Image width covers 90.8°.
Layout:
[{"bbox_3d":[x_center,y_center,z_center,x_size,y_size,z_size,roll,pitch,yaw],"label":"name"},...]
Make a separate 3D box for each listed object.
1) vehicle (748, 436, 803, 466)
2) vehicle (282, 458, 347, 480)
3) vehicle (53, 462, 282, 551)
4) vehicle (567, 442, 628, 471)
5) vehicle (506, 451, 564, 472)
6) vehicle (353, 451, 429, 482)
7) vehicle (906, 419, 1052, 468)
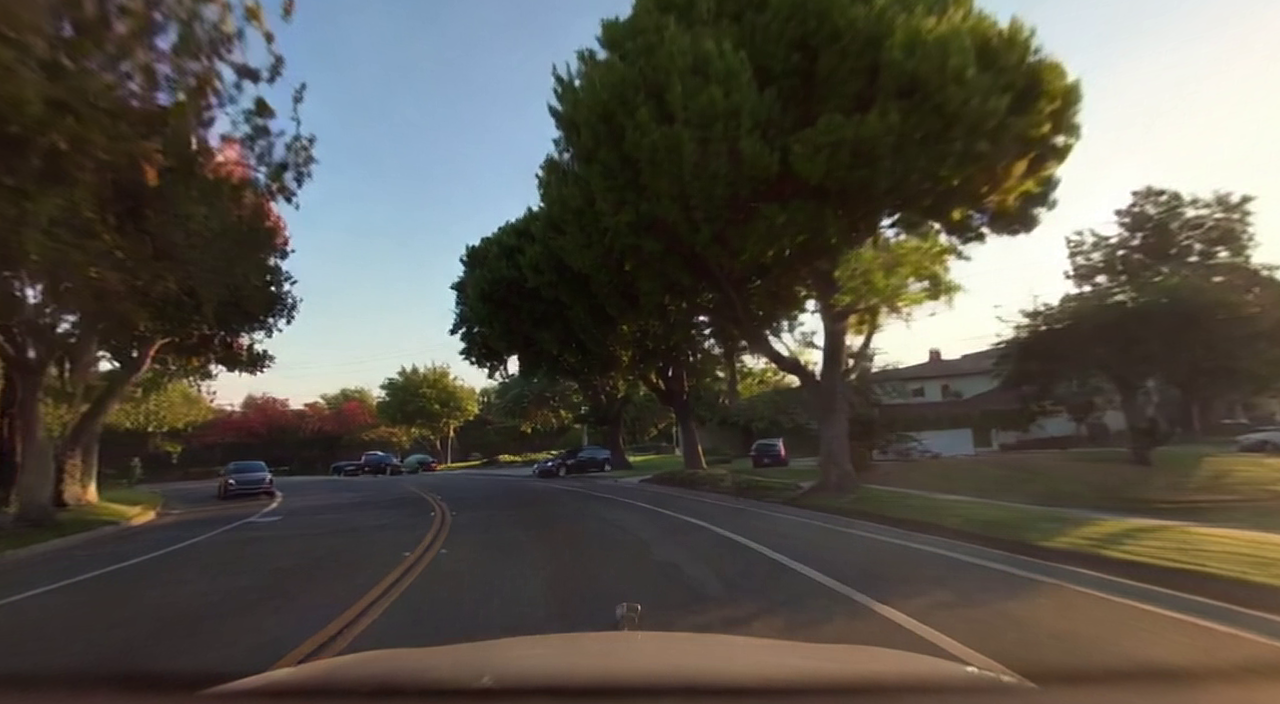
[{"bbox_3d":[8.407,6.046,38.900,1.900,1.711,4.666,-5,-10,30],"label":"vehicle"},{"bbox_3d":[-24.544,8.779,47.636,4.611,1.519,2.053,-5,-10,28],"label":"vehicle"},{"bbox_3d":[-11.405,3.683,16.185,2.772,1.161,7.241,0,-6,-21],"label":"vehicle"},{"bbox_3d":[-3.010,7.518,45.738,2.229,1.723,4.372,-4,-6,32],"label":"vehicle"},{"bbox_3d":[-7.947,8.333,48.153,2.036,1.517,4.225,-6,-10,30],"label":"vehicle"},{"bbox_3d":[-16.489,7.505,41.726,5.202,1.817,2.042,-5,-9,36],"label":"vehicle"},{"bbox_3d":[12.063,3.308,22.681,4.308,1.433,1.871,-7,-7,28],"label":"vehicle"}]
